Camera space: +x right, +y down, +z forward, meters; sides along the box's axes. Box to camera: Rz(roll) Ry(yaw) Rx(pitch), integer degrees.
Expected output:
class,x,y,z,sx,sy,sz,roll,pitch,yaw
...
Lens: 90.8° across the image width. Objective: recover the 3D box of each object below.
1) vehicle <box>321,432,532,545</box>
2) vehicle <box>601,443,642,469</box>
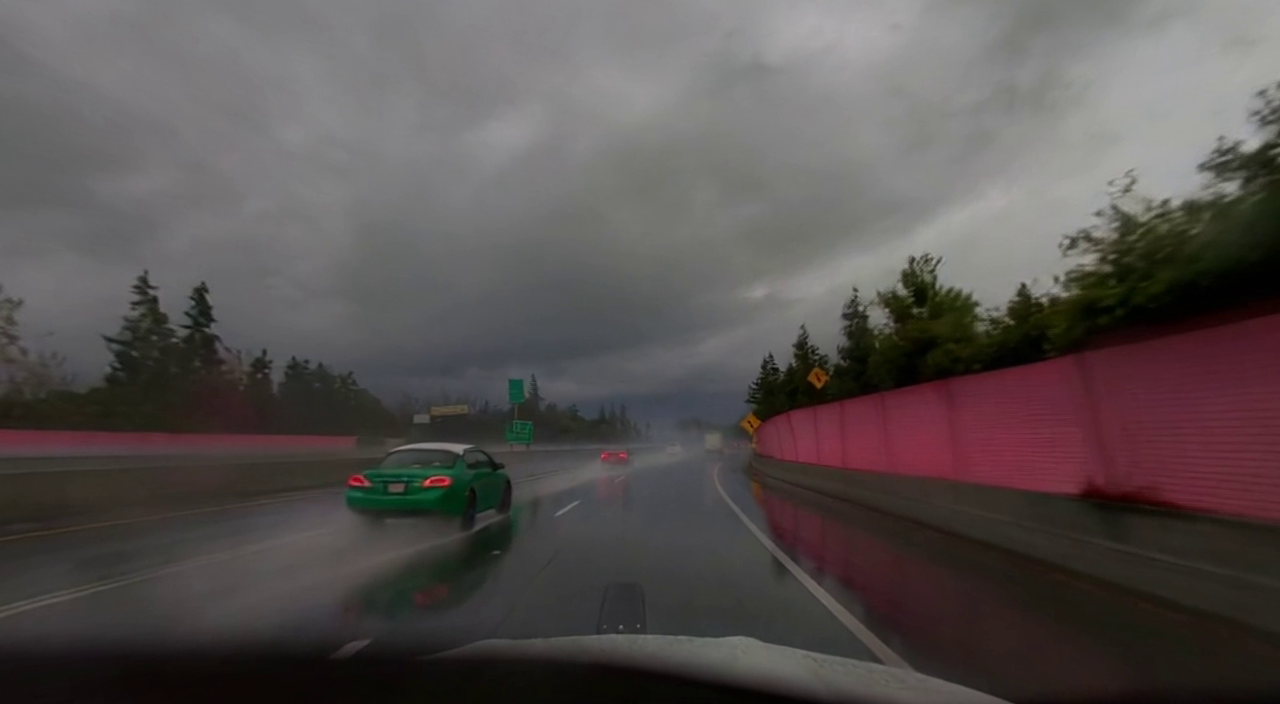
class,x,y,z,sx,sy,sz,roll,pitch,yaw
vehicle,-3.163,2.101,10.342,1.884,1.469,3.959,-1,-9,3
vehicle,-1.001,6.050,36.864,1.746,1.405,4.339,-1,-9,7
